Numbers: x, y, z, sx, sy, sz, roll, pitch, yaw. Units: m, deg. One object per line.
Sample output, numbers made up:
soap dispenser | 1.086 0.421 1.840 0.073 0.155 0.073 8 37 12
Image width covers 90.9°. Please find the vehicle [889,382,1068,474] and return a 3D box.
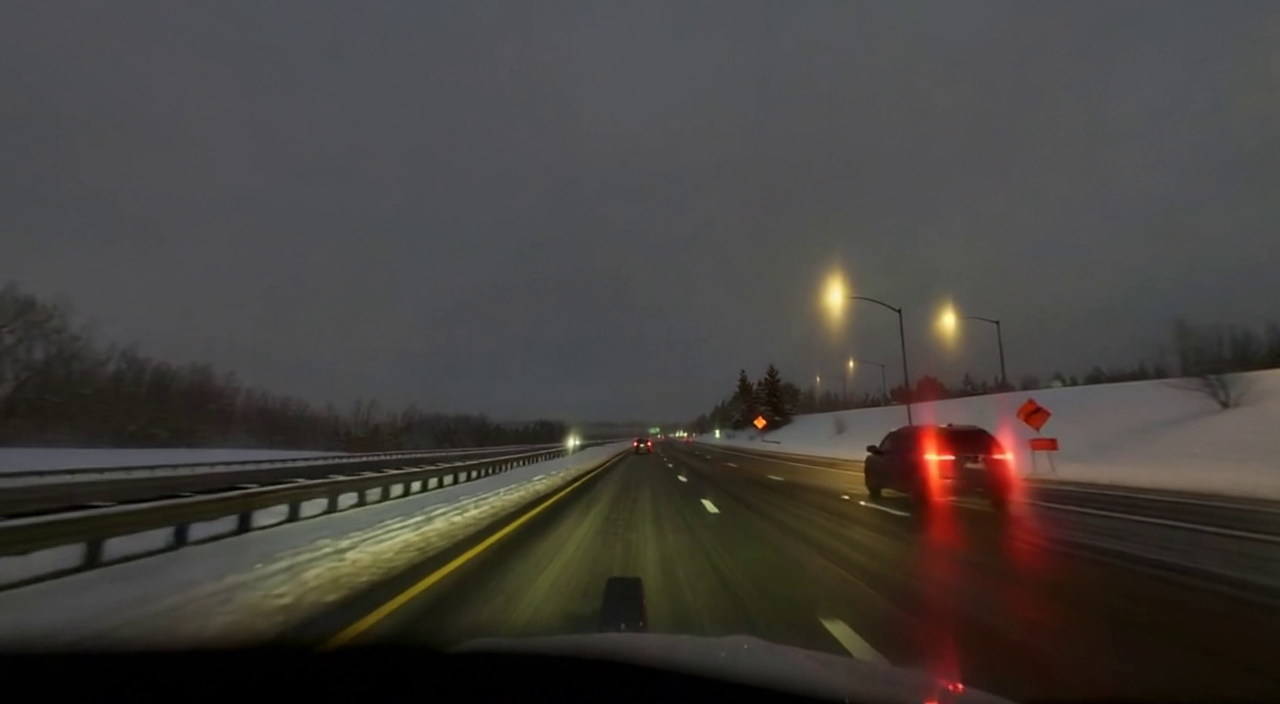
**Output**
vehicle | 15.184 3.646 29.437 3.620 3.613 8.491 0 -8 0
